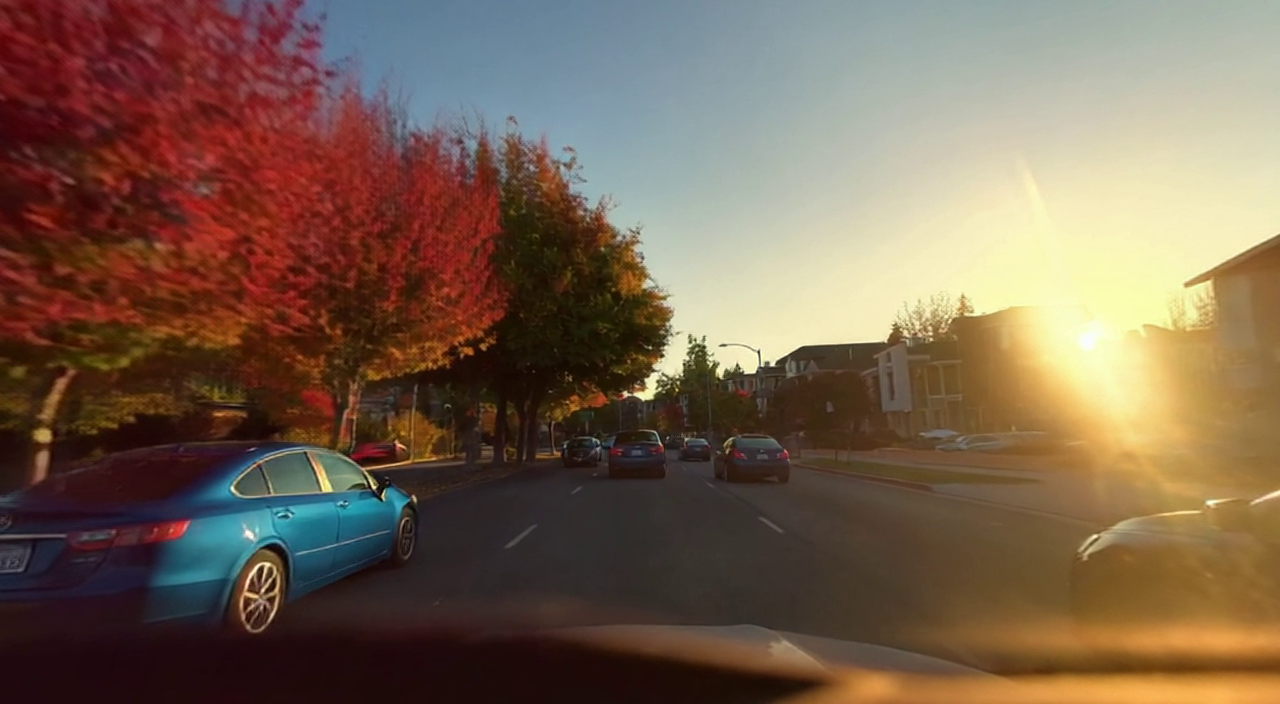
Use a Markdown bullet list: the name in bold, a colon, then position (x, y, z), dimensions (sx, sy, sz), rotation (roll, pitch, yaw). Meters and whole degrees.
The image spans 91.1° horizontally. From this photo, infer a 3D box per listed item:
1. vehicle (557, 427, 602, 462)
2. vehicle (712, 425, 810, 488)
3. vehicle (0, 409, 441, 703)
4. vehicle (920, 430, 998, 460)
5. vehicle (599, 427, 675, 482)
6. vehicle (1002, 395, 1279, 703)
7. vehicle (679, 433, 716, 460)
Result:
- **vehicle**: position (-3.710, 5.835, 39.476), dimensions (2.246, 2.062, 5.123), rotation (0, -8, 1)
- **vehicle**: position (3.527, 3.148, 19.187), dimensions (2.019, 1.675, 4.488), rotation (0, -8, -1)
- **vehicle**: position (-3.514, 1.368, 5.457), dimensions (1.997, 1.479, 4.547), rotation (0, -8, 1)
- **vehicle**: position (17.718, 5.248, 35.094), dimensions (1.767, 1.400, 4.107), rotation (-3, -10, -7)
- **vehicle**: position (-0.098, 3.420, 21.199), dimensions (2.293, 1.662, 4.262), rotation (0, -8, -1)
- **vehicle**: position (3.394, 0.826, 1.791), dimensions (2.060, 1.474, 4.475), rotation (0, -8, 0)
- **vehicle**: position (3.835, 6.399, 42.506), dimensions (2.067, 1.687, 4.163), rotation (0, -8, -1)
